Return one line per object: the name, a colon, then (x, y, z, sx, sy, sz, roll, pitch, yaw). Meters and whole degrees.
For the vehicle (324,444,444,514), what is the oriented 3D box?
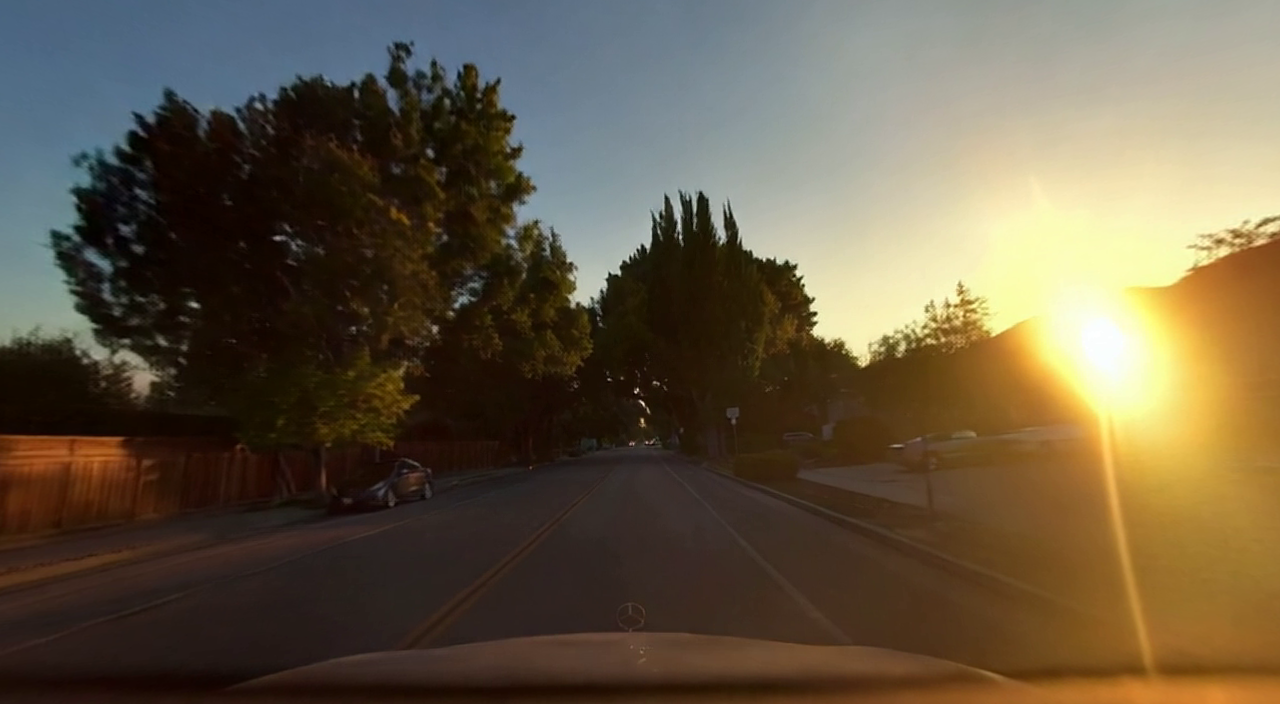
vehicle: (-7.701, 3.801, 19.408, 1.945, 1.760, 4.021, -3, -8, 2)
